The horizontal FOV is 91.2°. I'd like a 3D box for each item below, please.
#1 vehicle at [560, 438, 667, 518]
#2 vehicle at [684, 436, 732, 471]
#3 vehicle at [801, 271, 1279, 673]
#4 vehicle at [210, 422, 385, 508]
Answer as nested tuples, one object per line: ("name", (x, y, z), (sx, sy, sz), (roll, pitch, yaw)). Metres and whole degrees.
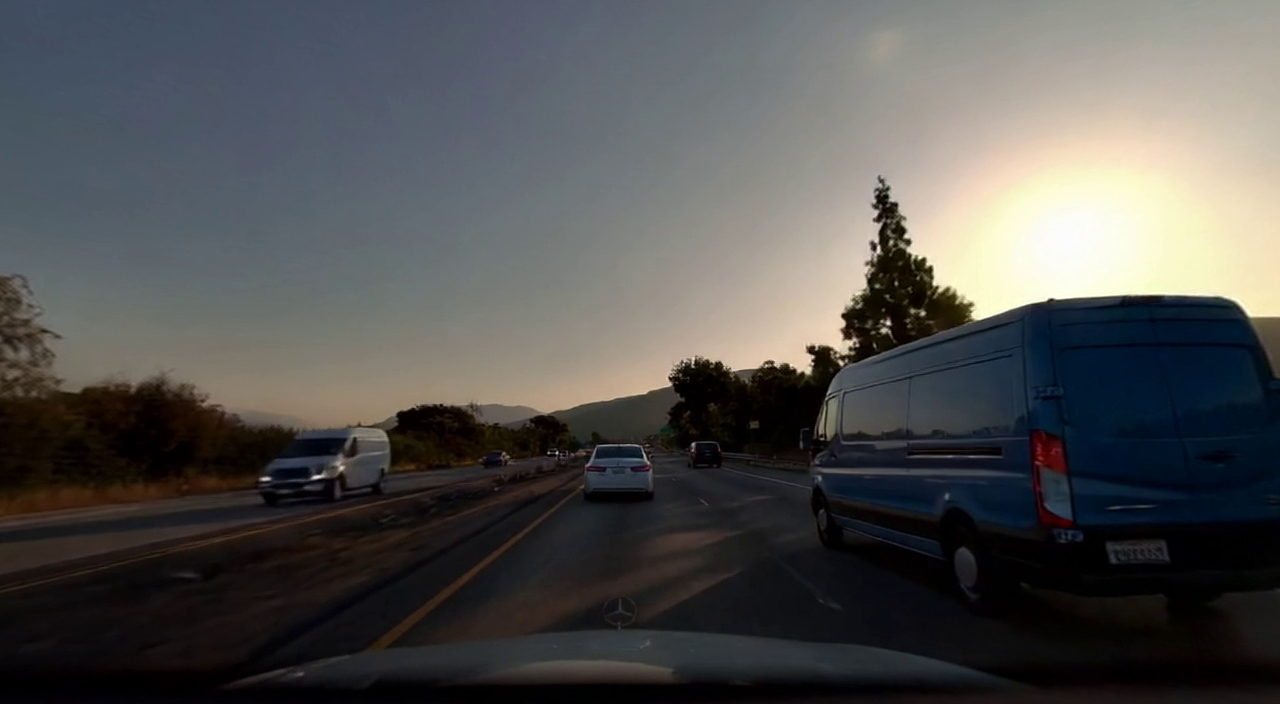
("vehicle", (-0.518, 2.693, 13.871), (2.029, 1.483, 3.769), (0, -9, 0))
("vehicle", (4.031, 6.107, 37.959), (2.261, 1.952, 4.784), (0, -9, -1))
("vehicle", (3.774, 1.123, 6.744), (2.399, 2.421, 5.829), (0, -9, -1))
("vehicle", (-8.890, 2.985, 16.919), (2.106, 1.959, 4.715), (0, -9, -1))
